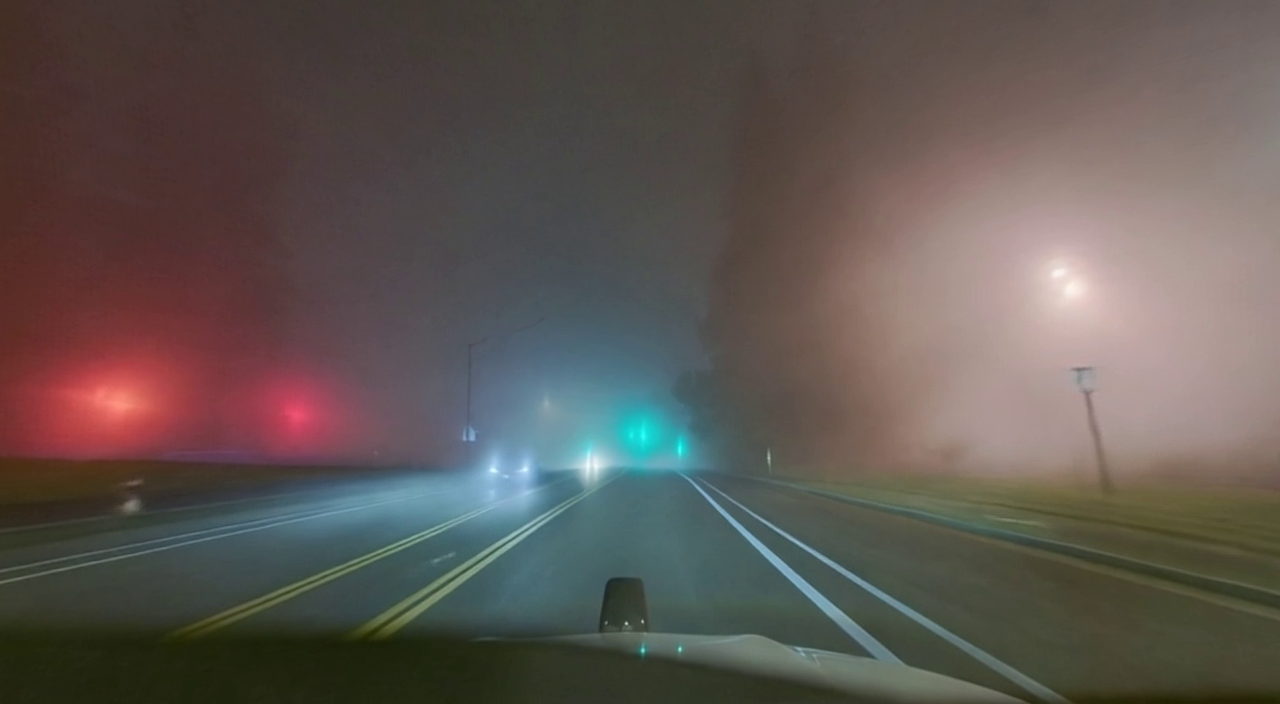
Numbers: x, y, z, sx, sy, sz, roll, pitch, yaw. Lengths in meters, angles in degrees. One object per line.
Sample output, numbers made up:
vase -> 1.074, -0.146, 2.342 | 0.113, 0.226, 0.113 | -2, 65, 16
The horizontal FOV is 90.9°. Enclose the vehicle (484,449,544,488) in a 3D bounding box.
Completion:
vehicle -> -5.445, 5.053, 27.704 | 1.816, 1.543, 3.931 | -1, -8, 0
